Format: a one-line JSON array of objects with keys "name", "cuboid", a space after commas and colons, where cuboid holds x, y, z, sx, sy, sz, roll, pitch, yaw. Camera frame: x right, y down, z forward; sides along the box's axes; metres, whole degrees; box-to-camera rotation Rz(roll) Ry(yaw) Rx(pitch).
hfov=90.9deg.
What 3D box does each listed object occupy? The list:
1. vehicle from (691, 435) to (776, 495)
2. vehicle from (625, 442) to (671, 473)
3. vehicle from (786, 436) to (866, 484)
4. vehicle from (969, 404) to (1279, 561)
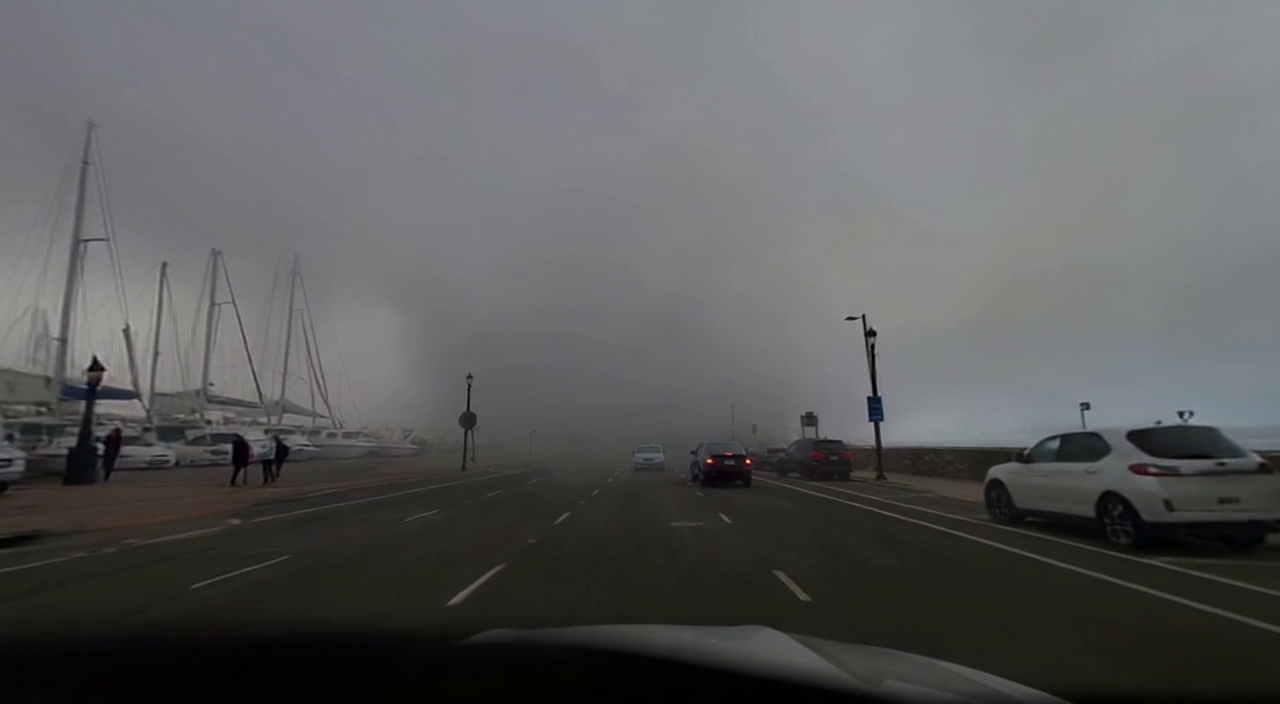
[{"name": "vehicle", "cuboid": [2.775, 3.456, 19.665, 2.047, 1.640, 4.051, 0, -9, 0]}, {"name": "vehicle", "cuboid": [0.438, 5.536, 33.315, 2.284, 1.496, 3.949, 0, -9, 1]}, {"name": "vehicle", "cuboid": [7.849, 4.600, 27.140, 1.969, 1.852, 4.513, 0, -9, -1]}, {"name": "vehicle", "cuboid": [7.800, 1.973, 10.289, 2.056, 1.896, 5.062, 0, -9, -1]}]
